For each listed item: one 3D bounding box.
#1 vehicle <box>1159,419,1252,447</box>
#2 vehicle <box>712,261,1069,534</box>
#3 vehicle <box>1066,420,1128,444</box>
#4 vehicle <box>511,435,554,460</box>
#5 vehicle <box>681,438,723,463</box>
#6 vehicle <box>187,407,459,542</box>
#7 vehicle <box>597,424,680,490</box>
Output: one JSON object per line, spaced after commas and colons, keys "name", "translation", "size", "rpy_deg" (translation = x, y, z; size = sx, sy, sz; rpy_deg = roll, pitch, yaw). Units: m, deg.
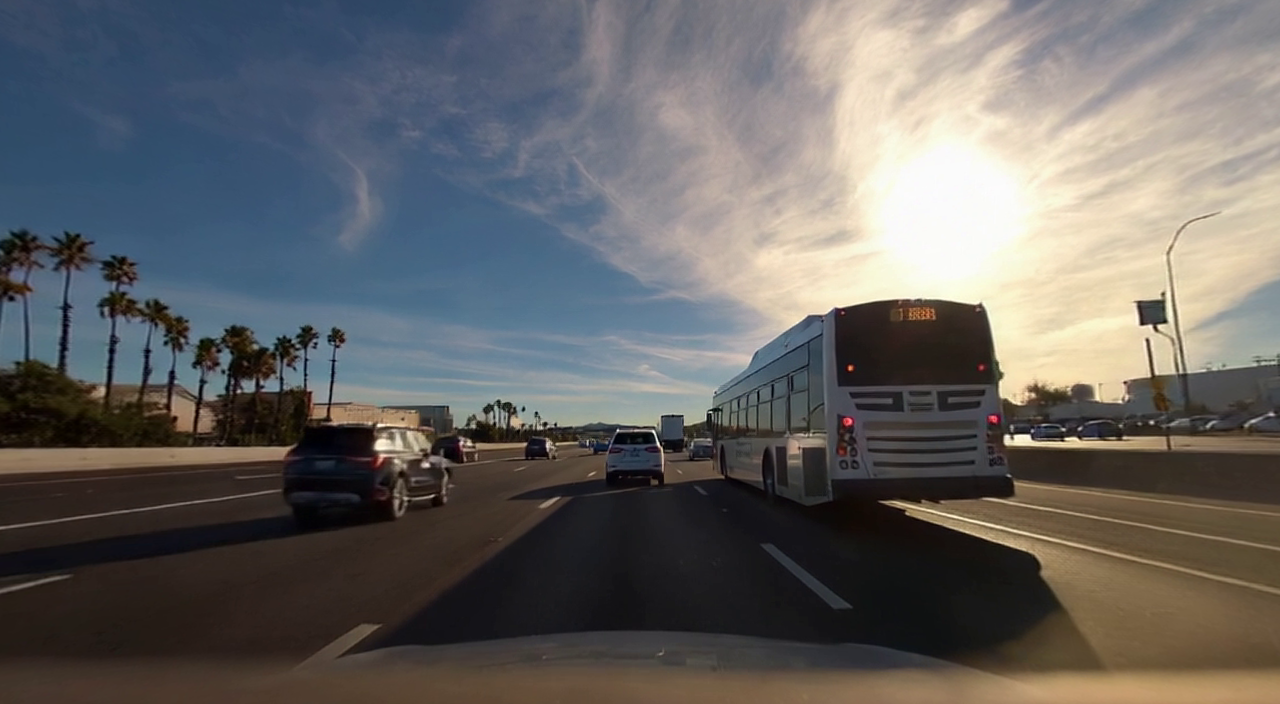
{"name": "vehicle", "translation": [32.140, 4.690, 35.948], "size": [1.795, 1.481, 3.986], "rpy_deg": [-1, -9, 4]}
{"name": "vehicle", "translation": [4.049, 1.636, 15.422], "size": [3.020, 3.622, 14.302], "rpy_deg": [0, -9, 0]}
{"name": "vehicle", "translation": [33.438, 5.916, 46.214], "size": [1.859, 1.638, 4.161], "rpy_deg": [-1, -9, 8]}
{"name": "vehicle", "translation": [-7.850, 7.078, 46.479], "size": [2.291, 1.729, 4.879], "rpy_deg": [0, -9, 1]}
{"name": "vehicle", "translation": [3.815, 6.205, 39.671], "size": [2.039, 1.516, 4.521], "rpy_deg": [0, -9, -2]}
{"name": "vehicle", "translation": [-4.901, 1.991, 10.795], "size": [2.100, 1.765, 4.743], "rpy_deg": [0, -9, 1]}
{"name": "vehicle", "translation": [-0.007, 3.203, 19.425], "size": [2.268, 1.796, 4.280], "rpy_deg": [0, -9, 1]}
